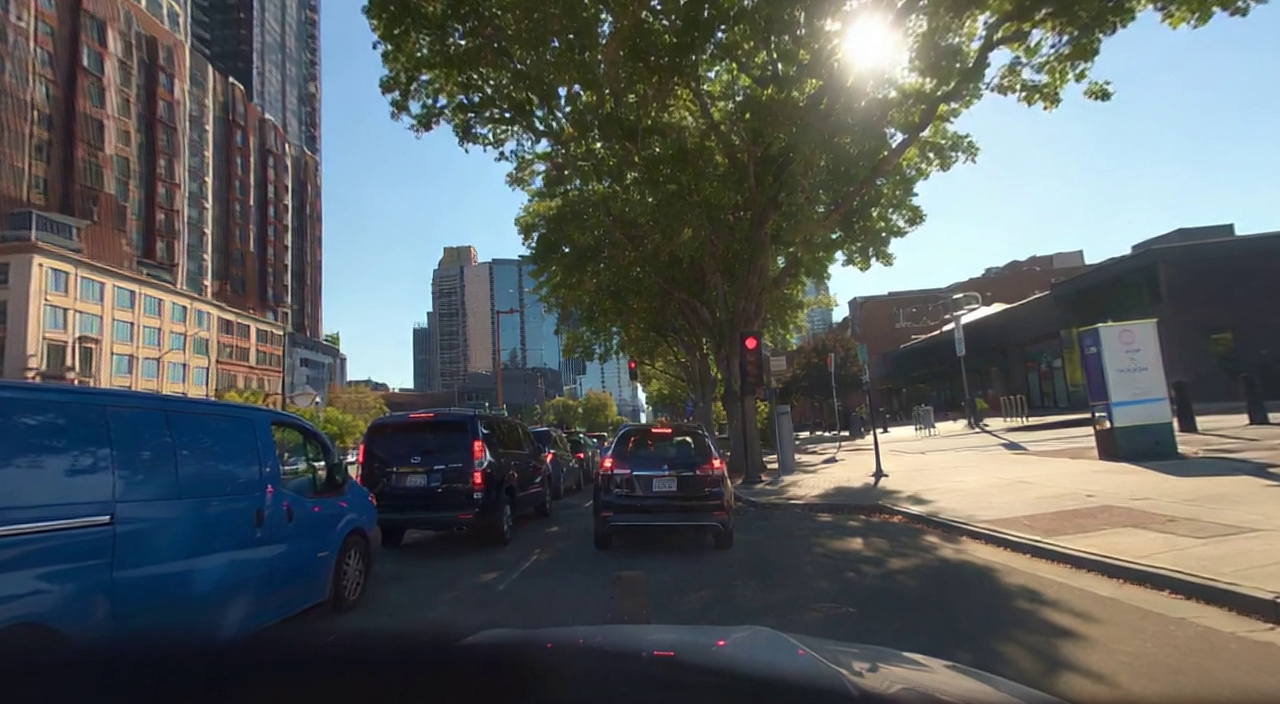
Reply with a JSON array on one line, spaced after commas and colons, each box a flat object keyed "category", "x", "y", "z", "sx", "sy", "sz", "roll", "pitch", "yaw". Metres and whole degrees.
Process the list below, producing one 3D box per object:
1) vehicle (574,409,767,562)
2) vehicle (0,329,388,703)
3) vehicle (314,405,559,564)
[{"category": "vehicle", "x": 0.362, "y": 1.824, "z": 9.252, "sx": 2.205, "sy": 1.727, "sz": 3.917, "roll": 0, "pitch": -8, "yaw": 0}, {"category": "vehicle", "x": -3.170, "y": 0.991, "z": 3.485, "sx": 1.940, "sy": 1.722, "sz": 3.823, "roll": 0, "pitch": -8, "yaw": 0}, {"category": "vehicle", "x": -2.643, "y": 1.864, "z": 9.596, "sx": 2.124, "sy": 1.799, "sz": 4.587, "roll": 0, "pitch": -8, "yaw": 1}]
